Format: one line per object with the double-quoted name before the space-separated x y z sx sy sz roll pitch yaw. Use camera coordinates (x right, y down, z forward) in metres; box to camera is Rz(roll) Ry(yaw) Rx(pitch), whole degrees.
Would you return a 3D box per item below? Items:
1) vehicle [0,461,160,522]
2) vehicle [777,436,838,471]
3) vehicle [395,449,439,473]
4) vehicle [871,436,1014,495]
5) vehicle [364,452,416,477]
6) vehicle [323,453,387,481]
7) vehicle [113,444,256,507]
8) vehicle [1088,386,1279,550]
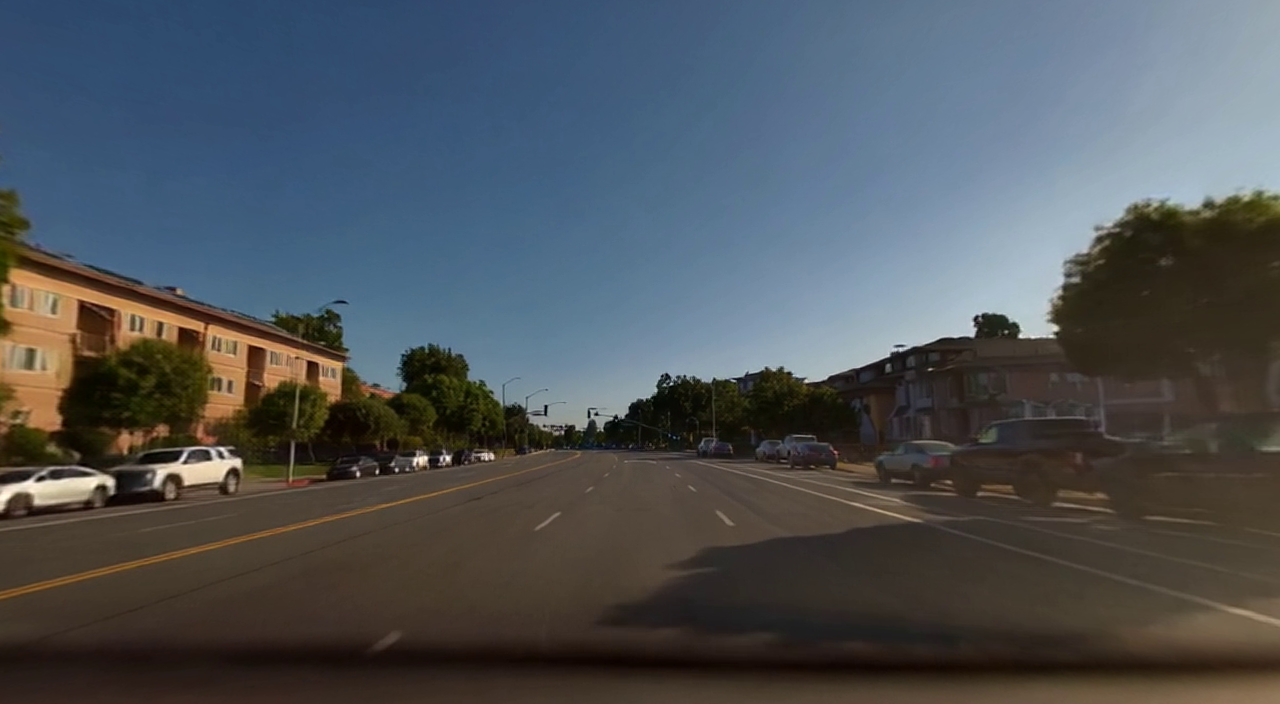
"vehicle" -17.029 4.066 18.845 1.740 1.442 4.678 -1 -8 -1
"vehicle" 10.023 6.116 38.220 2.091 1.962 5.091 1 -9 -2
"vehicle" -17.150 8.385 48.713 1.859 1.694 4.638 -1 -8 -3
"vehicle" 9.899 3.759 21.283 2.159 1.734 5.384 0 -9 0
"vehicle" -16.974 7.638 43.014 1.807 1.466 4.693 -1 -8 -2
"vehicle" -16.991 6.866 37.804 1.891 1.474 4.437 -1 -8 -2
"vehicle" -17.059 4.565 23.967 2.046 1.945 4.688 -1 -7 -2
"vehicle" 9.515 1.609 8.787 2.115 2.151 5.826 0 -9 -1
